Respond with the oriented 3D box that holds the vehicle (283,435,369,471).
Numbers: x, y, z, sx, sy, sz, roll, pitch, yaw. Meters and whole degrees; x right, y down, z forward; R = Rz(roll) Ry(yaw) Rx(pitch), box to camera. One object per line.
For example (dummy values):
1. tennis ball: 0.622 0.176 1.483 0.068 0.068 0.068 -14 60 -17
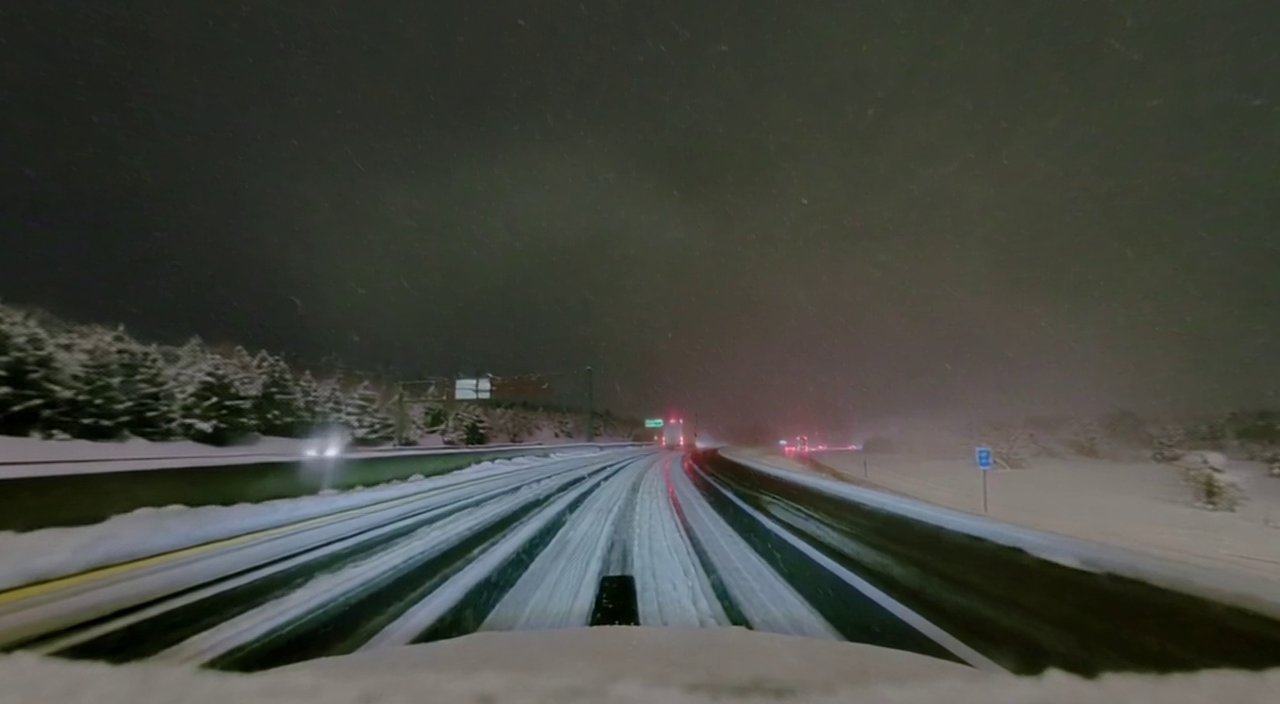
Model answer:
1. vehicle: -15.891 5.111 32.151 2.000 1.721 4.376 -1 -8 3
